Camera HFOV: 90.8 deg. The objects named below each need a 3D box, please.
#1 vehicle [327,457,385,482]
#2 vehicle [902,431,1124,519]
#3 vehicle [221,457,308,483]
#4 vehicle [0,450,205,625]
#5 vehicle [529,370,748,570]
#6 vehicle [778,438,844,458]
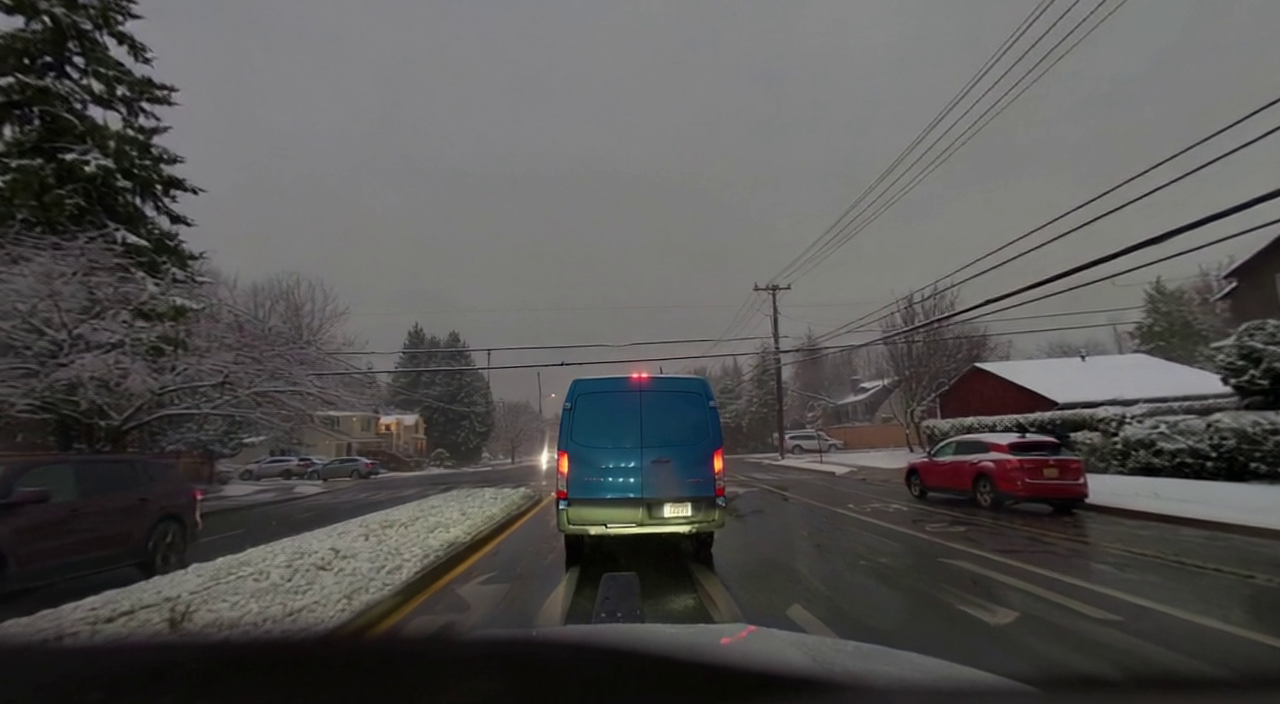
[{"bbox_3d":[-18.333,7.616,41.035,1.816,1.445,4.120,0,-9,0],"label":"vehicle"},{"bbox_3d":[7.350,2.444,13.074,1.883,1.504,4.220,0,-9,-2],"label":"vehicle"},{"bbox_3d":[-27.249,8.552,45.961,4.972,1.776,2.057,0,-9,-1],"label":"vehicle"},{"bbox_3d":[-7.415,1.980,7.088,1.997,1.724,4.417,0,-9,-2],"label":"vehicle"},{"bbox_3d":[-0.094,1.616,9.289,2.342,2.142,4.809,0,-9,-2],"label":"vehicle"},{"bbox_3d":[12.964,7.304,48.144,4.483,1.463,1.805,0,-9,-1],"label":"vehicle"}]
